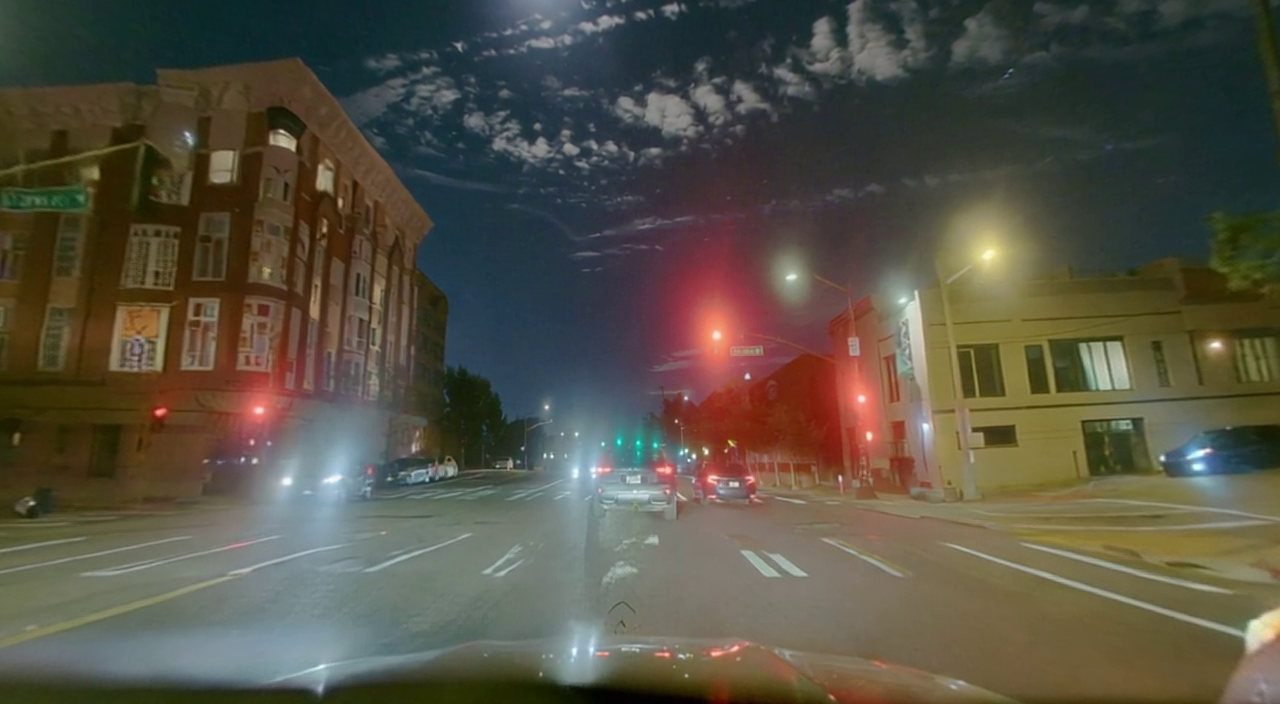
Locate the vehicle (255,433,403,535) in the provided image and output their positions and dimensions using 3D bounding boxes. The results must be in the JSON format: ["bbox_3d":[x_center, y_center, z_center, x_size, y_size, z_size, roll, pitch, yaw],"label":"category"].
[{"bbox_3d":[-6.856,2.733,13.701,1.855,1.812,4.244,7,-11,-39],"label":"vehicle"}]

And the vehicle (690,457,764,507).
[{"bbox_3d":[2.840,4.337,21.534,1.852,1.462,4.155,0,-9,-1],"label":"vehicle"}]

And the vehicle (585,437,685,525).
[{"bbox_3d":[-0.166,3.090,15.742,2.105,1.842,4.537,0,-9,-2],"label":"vehicle"}]

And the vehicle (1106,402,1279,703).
[{"bbox_3d":[3.229,0.681,0.567,2.026,1.499,4.662,0,-9,0],"label":"vehicle"}]

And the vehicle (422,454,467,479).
[{"bbox_3d":[-14.332,8.414,46.636,1.891,1.659,4.360,0,-9,0],"label":"vehicle"}]
